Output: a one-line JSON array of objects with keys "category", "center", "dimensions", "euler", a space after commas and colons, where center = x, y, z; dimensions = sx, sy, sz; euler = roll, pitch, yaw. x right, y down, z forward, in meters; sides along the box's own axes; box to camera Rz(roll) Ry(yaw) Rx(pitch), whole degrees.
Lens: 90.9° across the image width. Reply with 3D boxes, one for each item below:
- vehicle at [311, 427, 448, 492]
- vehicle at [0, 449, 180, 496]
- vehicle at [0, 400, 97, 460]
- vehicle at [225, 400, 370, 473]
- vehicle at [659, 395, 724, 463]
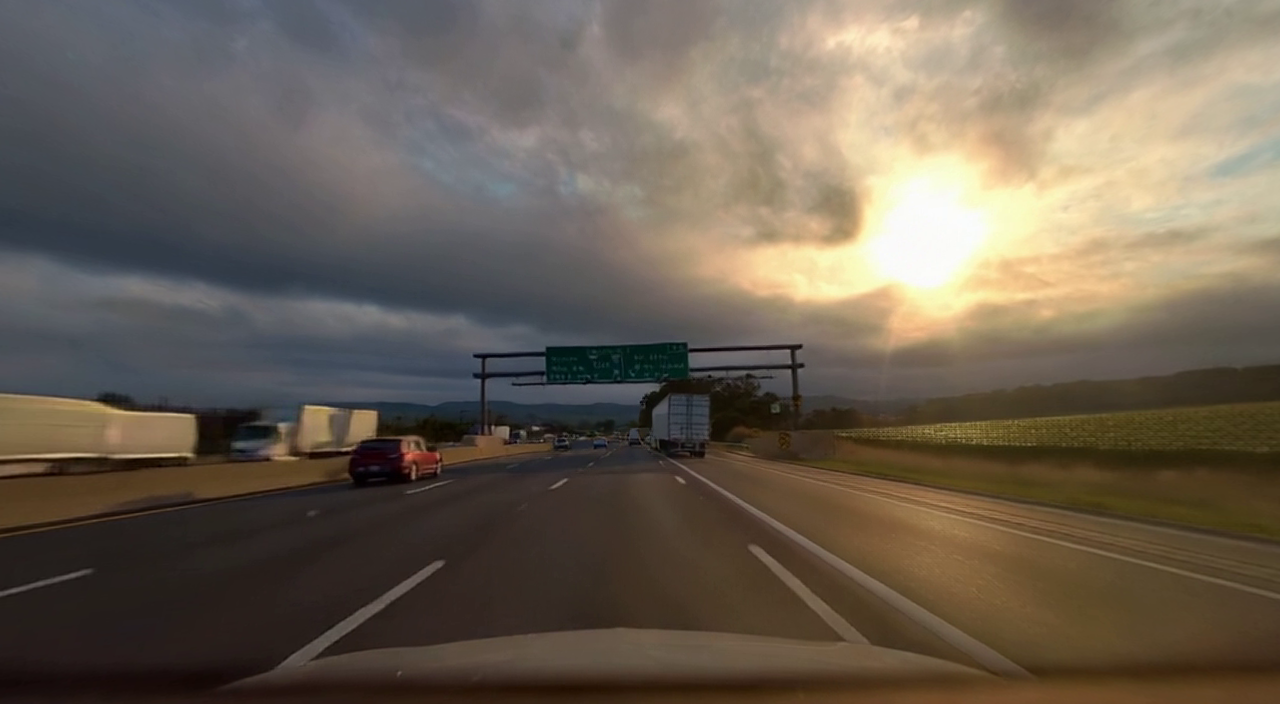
[{"category": "vehicle", "center": [-7.364, 3.048, 18.439], "dimensions": [2.076, 1.636, 4.597], "euler": [0, -8, 0]}, {"category": "vehicle", "center": [-25.185, 4.838, 25.212], "dimensions": [2.631, 1.525, 16.050], "euler": [0, -8, -3]}, {"category": "vehicle", "center": [-25.237, 3.153, 25.261], "dimensions": [2.124, 2.243, 5.489], "euler": [0, -8, -2]}, {"category": "vehicle", "center": [-19.173, 4.857, 36.303], "dimensions": [2.912, 3.597, 9.830], "euler": [0, -8, -1]}, {"category": "vehicle", "center": [3.005, 4.991, 40.550], "dimensions": [2.760, 3.710, 12.230], "euler": [0, -7, -2]}]
